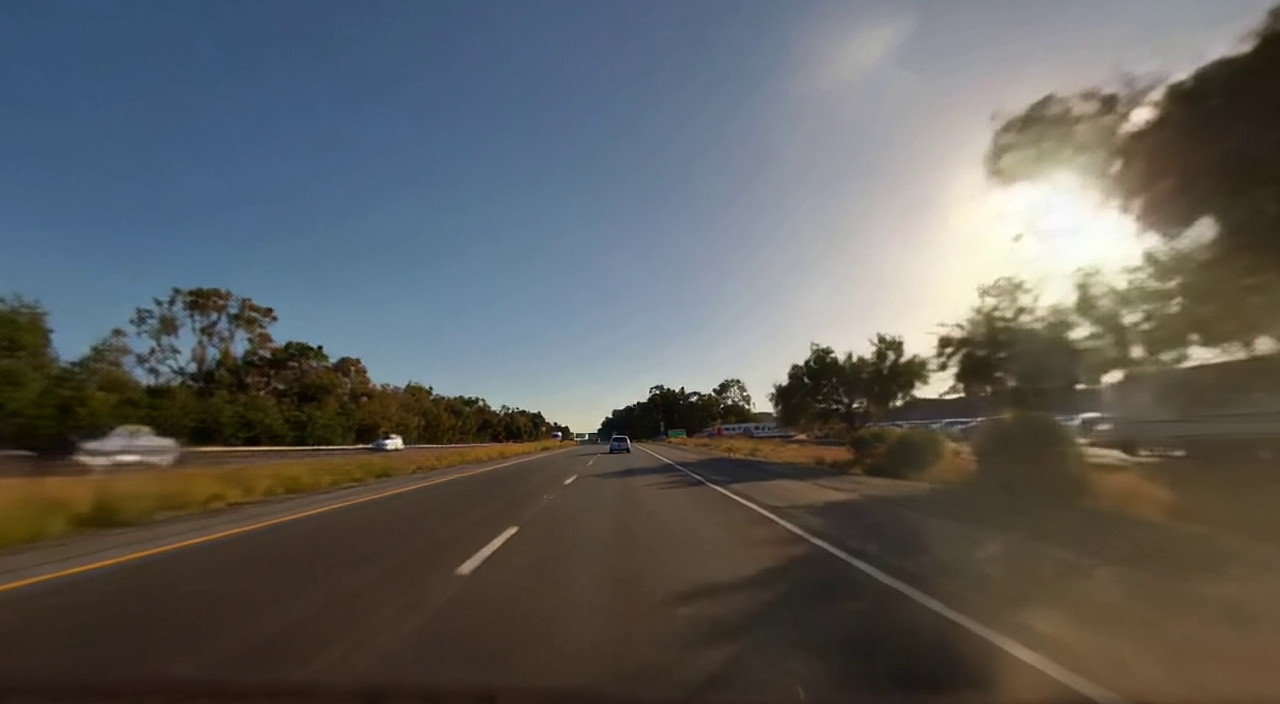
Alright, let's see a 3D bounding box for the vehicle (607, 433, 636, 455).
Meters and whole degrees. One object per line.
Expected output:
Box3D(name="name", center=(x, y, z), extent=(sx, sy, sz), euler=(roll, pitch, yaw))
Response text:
Box3D(name="vehicle", center=(-1.370, 6.733, 46.220), extent=(2.037, 1.504, 4.248), euler=(0, -8, -2))
